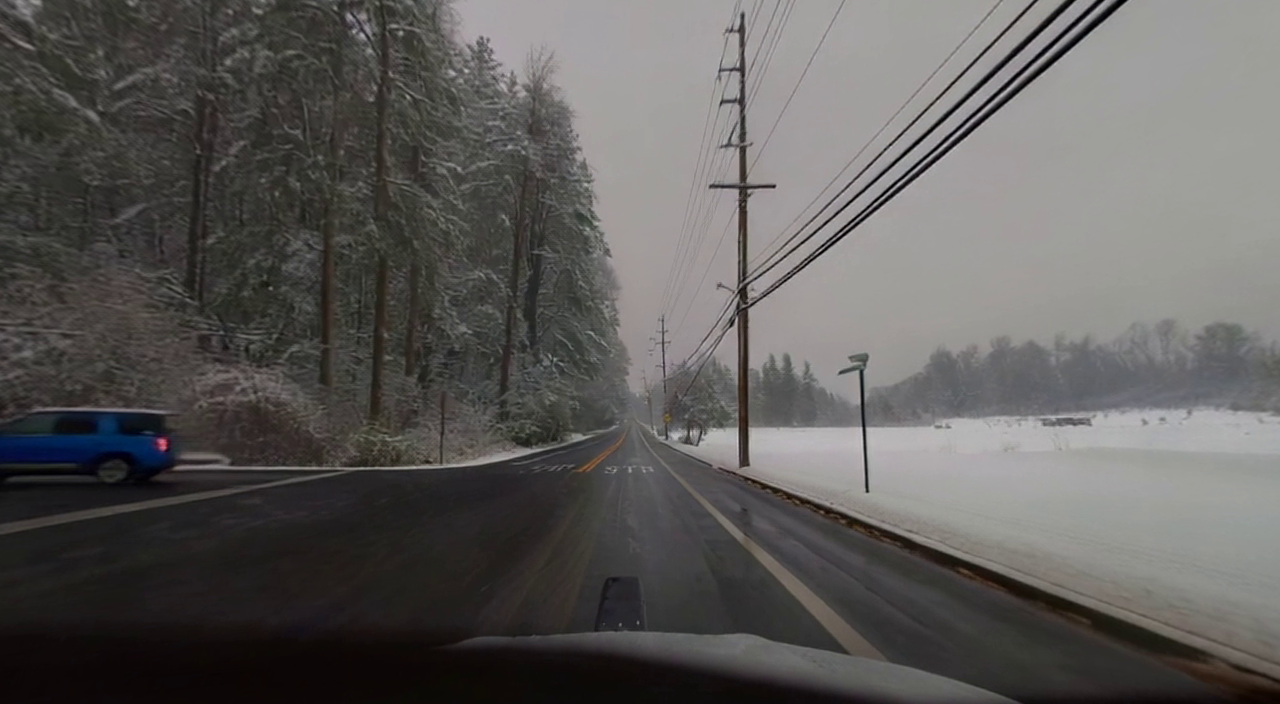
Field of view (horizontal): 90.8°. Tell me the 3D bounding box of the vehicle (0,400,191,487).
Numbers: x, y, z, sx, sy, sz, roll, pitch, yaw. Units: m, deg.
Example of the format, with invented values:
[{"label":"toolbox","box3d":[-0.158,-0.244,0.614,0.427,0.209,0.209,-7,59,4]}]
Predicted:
[{"label":"vehicle","box3d":[-14.620,2.284,15.762,5.020,1.973,2.348,3,-9,-21]}]
